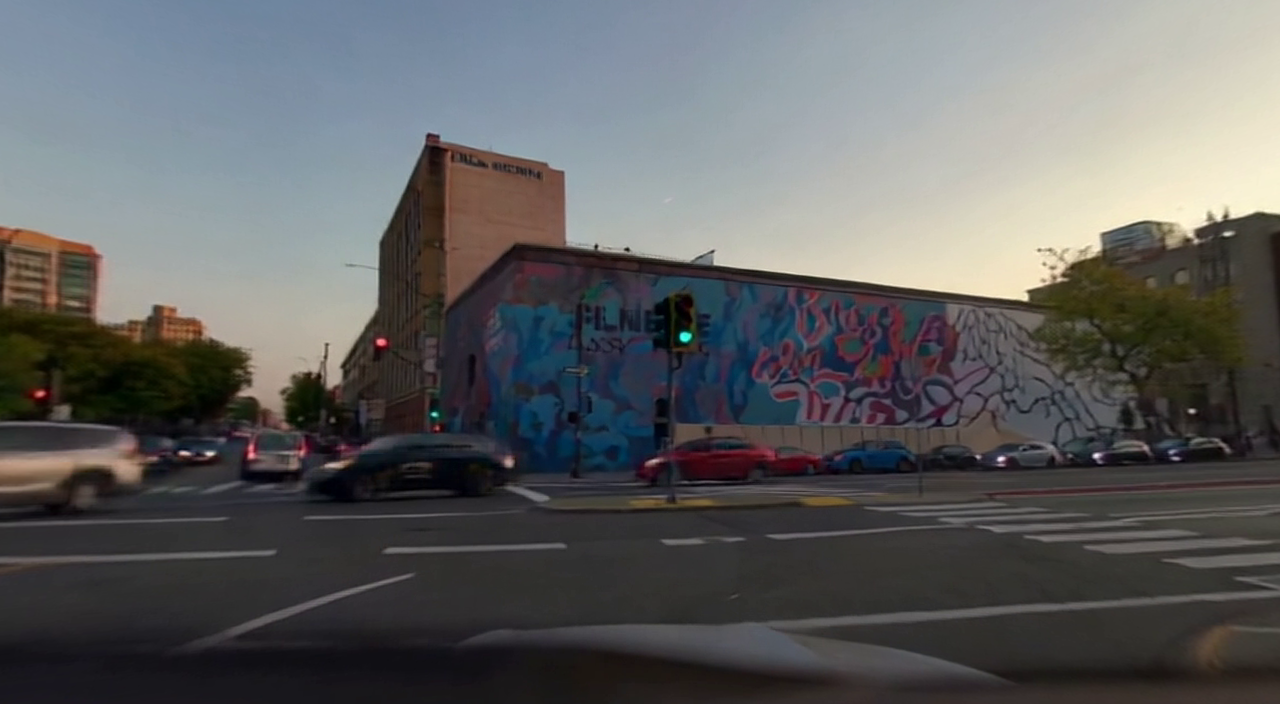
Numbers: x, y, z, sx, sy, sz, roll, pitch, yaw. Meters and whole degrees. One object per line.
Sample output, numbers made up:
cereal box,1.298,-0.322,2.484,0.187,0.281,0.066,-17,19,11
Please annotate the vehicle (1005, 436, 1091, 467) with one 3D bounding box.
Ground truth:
vehicle,21.358,5.217,33.054,3.522,1.546,1.721,2,-9,-13

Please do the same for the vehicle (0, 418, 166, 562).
vehicle,-7.467,1.357,6.091,1.818,1.439,4.371,-2,-9,13

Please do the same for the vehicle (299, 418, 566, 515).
vehicle,-4.067,2.250,12.862,4.749,1.624,1.926,6,-10,-36

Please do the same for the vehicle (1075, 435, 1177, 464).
vehicle,26.140,5.244,33.933,4.494,1.481,1.783,2,-9,-13

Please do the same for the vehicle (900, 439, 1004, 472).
vehicle,15.518,5.130,31.470,4.418,1.556,1.814,2,-9,-14

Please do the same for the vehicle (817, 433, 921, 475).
vehicle,11.039,4.912,30.547,4.289,1.875,1.963,2,-9,-14

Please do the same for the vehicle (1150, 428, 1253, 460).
vehicle,31.335,5.156,35.218,4.502,1.696,1.884,2,-9,-13

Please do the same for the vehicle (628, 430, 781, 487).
vehicle,1.949,3.237,19.461,4.291,1.606,1.859,2,-9,-16
